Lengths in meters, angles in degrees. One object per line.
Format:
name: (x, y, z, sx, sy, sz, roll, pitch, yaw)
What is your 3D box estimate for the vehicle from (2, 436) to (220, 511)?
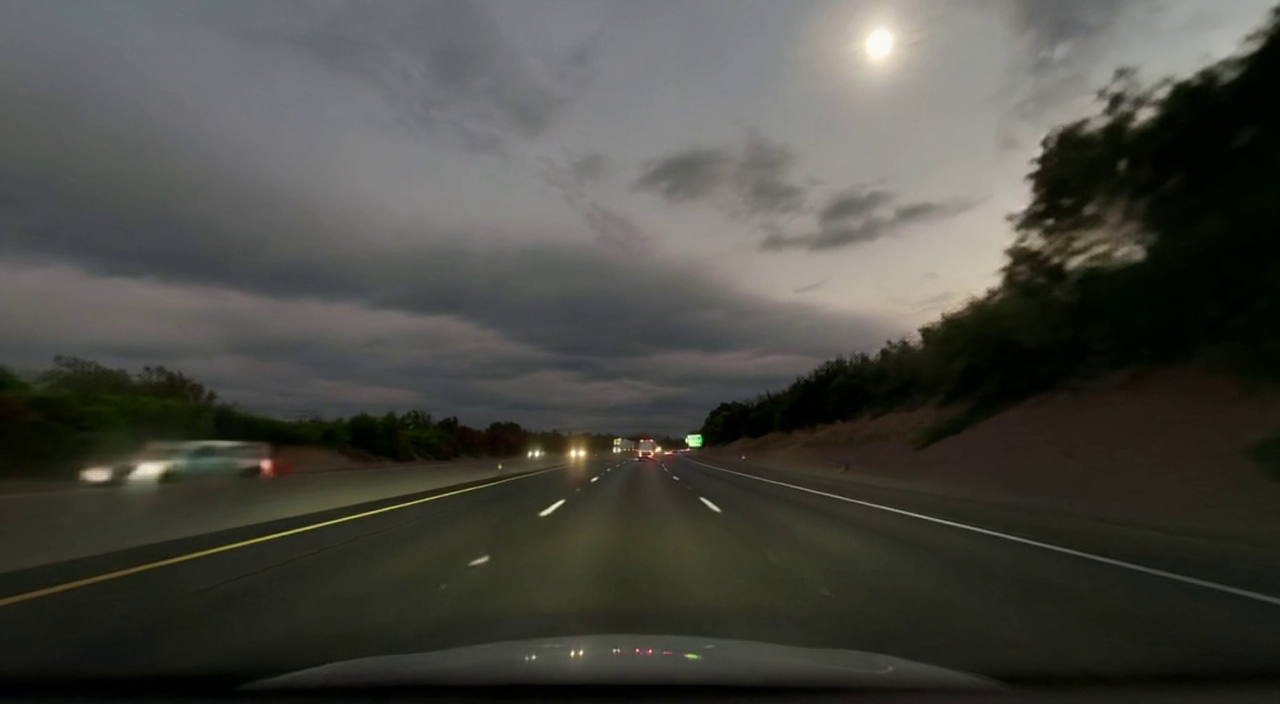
vehicle: (-15.383, 3.534, 18.863, 2.011, 1.912, 5.110, 0, -9, 0)
